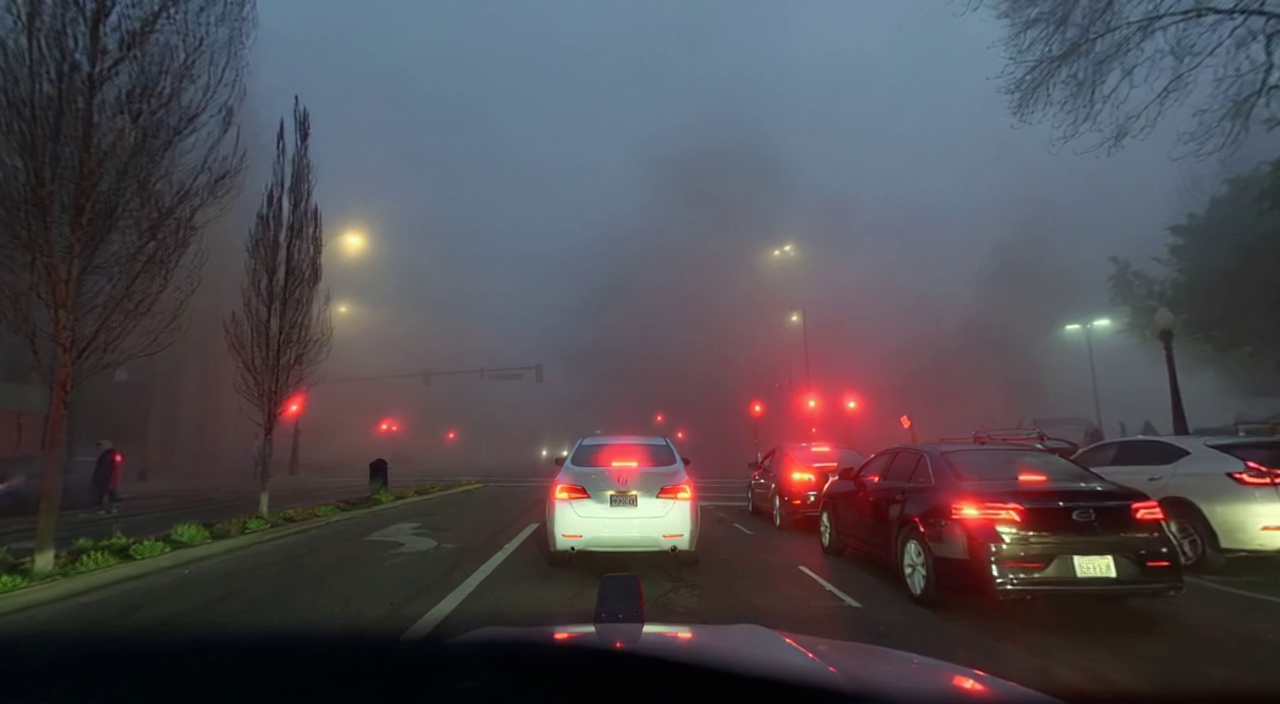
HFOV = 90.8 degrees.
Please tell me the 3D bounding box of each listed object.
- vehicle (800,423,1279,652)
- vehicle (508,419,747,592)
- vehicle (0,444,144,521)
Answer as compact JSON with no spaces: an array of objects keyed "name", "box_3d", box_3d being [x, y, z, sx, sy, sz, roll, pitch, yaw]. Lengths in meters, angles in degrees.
[{"name":"vehicle","box_3d":[3.209,1.543,6.423,1.912,1.454,4.537,0,-9,-1]},{"name":"vehicle","box_3d":[-0.139,1.669,7.688,2.118,1.512,4.013,0,-9,-1]},{"name":"vehicle","box_3d":[-14.676,3.089,15.483,1.933,1.614,4.042,0,-9,-4]}]
